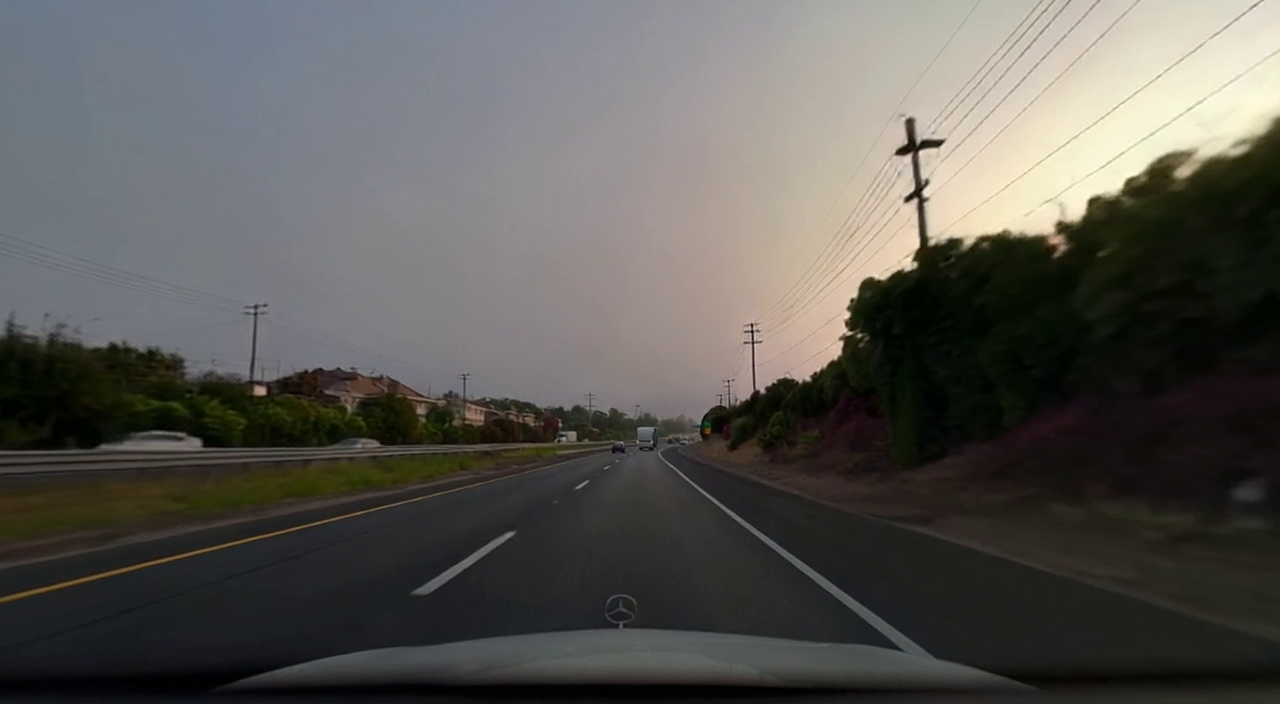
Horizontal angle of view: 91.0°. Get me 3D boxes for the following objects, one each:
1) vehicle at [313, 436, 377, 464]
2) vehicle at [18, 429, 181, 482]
[{"bbox_3d":[-21.066,7.015,45.269,2.120,1.865,4.831,0,-9,1],"label":"vehicle"},{"bbox_3d":[-20.837,4.034,24.649,2.091,1.842,4.710,0,-9,1],"label":"vehicle"}]
